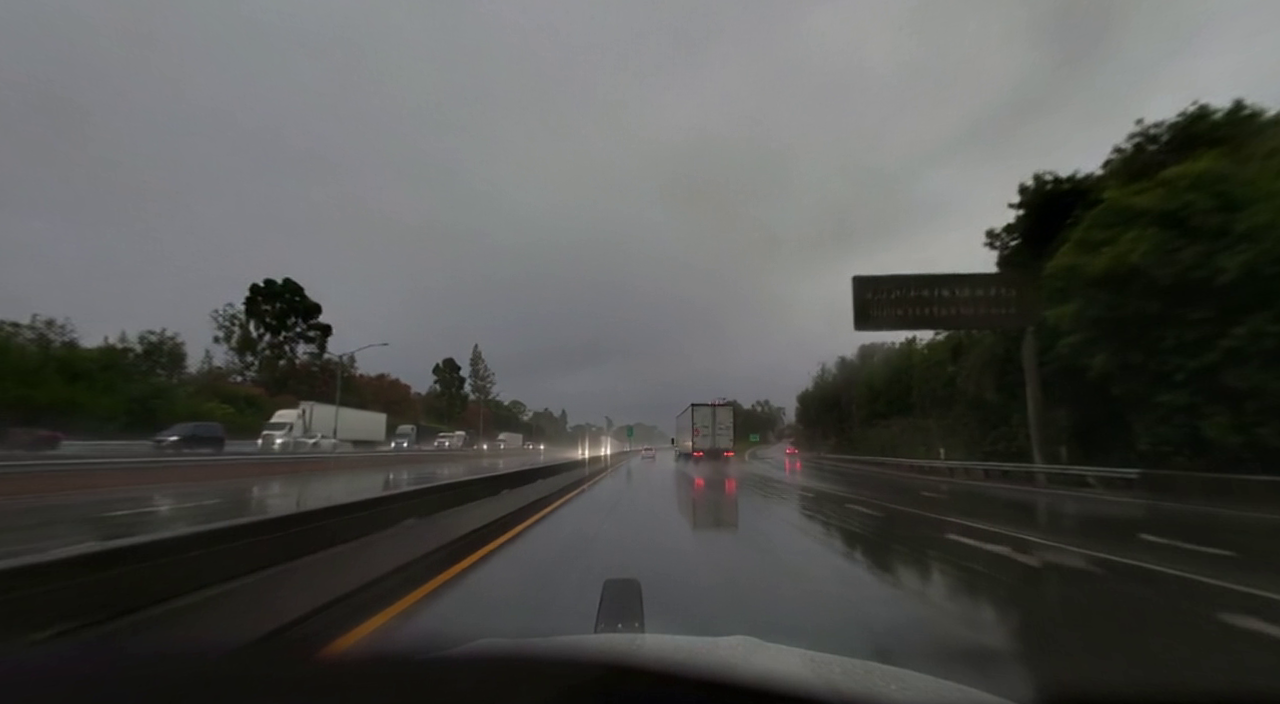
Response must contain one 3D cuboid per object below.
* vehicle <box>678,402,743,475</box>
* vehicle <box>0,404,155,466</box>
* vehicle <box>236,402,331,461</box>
[{"bbox_3d":[4.433,5.946,42.706,3.185,4.154,12.638,-1,-9,1],"label":"vehicle"},{"bbox_3d":[-42.346,5.704,42.973,14.024,4.015,3.011,8,-12,-42],"label":"vehicle"},{"bbox_3d":[-26.078,5.945,46.397,3.155,4.020,6.162,-1,-9,1],"label":"vehicle"}]
